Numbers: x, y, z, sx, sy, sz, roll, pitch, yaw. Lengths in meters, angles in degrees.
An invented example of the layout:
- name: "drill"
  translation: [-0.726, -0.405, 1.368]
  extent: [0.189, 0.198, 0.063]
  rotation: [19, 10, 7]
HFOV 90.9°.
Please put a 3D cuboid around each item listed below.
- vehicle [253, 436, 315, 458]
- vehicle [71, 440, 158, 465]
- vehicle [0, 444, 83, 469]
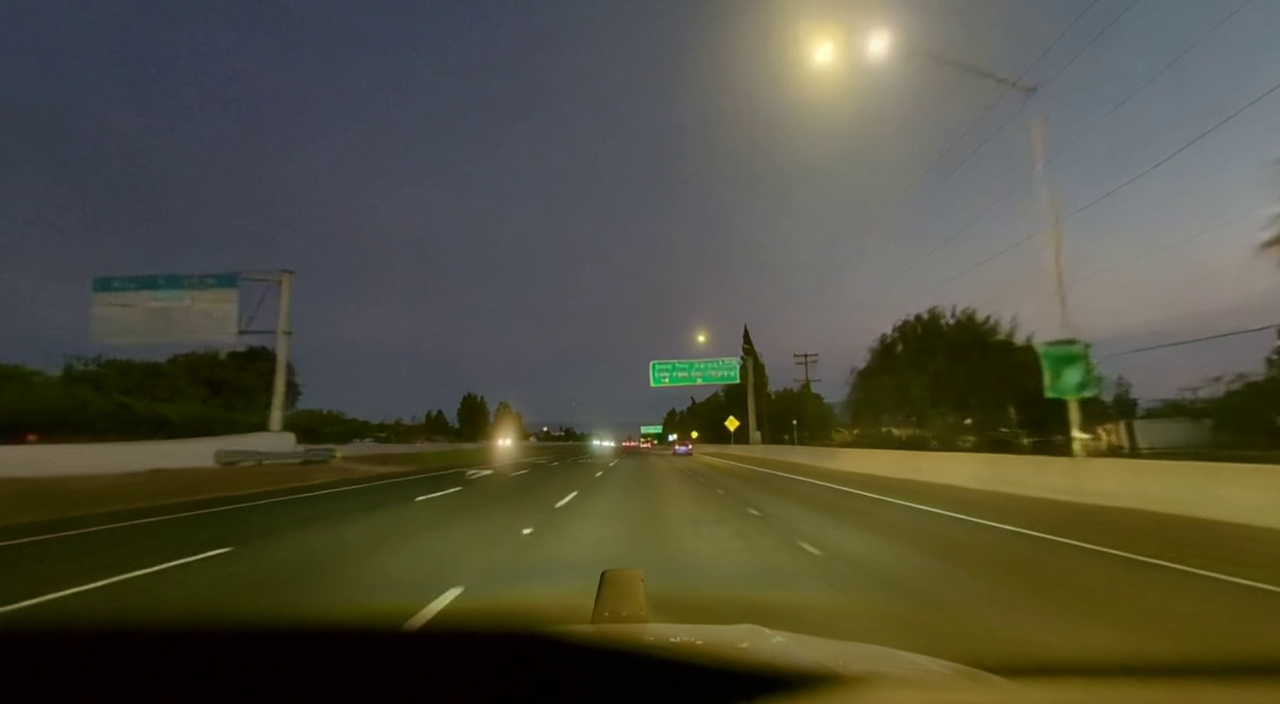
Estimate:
- name: "vehicle"
  translation: [-26.319, 7.047, 46.815]
  extent: [1.830, 1.510, 4.710]
  rotation: [0, -8, 0]
- name: "vehicle"
  translation: [-34.083, 6.539, 41.073]
  extent: [1.776, 1.526, 4.442]
  rotation: [0, -8, 0]
- name: "vehicle"
  translation: [-38.081, 6.559, 39.750]
  extent: [1.781, 1.481, 4.520]
  rotation: [0, -8, 0]
